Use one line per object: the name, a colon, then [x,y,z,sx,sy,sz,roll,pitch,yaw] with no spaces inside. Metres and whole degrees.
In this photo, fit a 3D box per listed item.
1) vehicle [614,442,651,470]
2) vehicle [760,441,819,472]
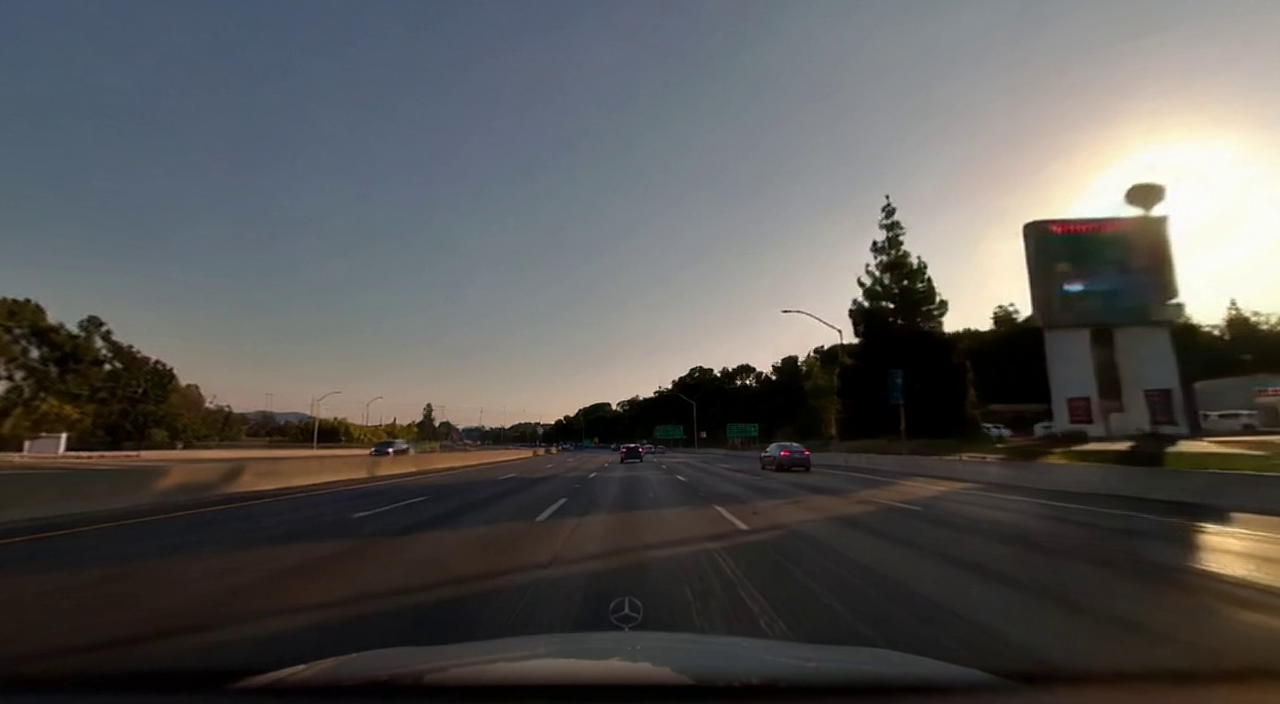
vehicle: [-0.453,5.912,36.175,1.999,1.473,4.351,0,-8,-1]
vehicle: [7.503,5.296,32.146,1.867,1.463,4.295,0,-8,-1]
